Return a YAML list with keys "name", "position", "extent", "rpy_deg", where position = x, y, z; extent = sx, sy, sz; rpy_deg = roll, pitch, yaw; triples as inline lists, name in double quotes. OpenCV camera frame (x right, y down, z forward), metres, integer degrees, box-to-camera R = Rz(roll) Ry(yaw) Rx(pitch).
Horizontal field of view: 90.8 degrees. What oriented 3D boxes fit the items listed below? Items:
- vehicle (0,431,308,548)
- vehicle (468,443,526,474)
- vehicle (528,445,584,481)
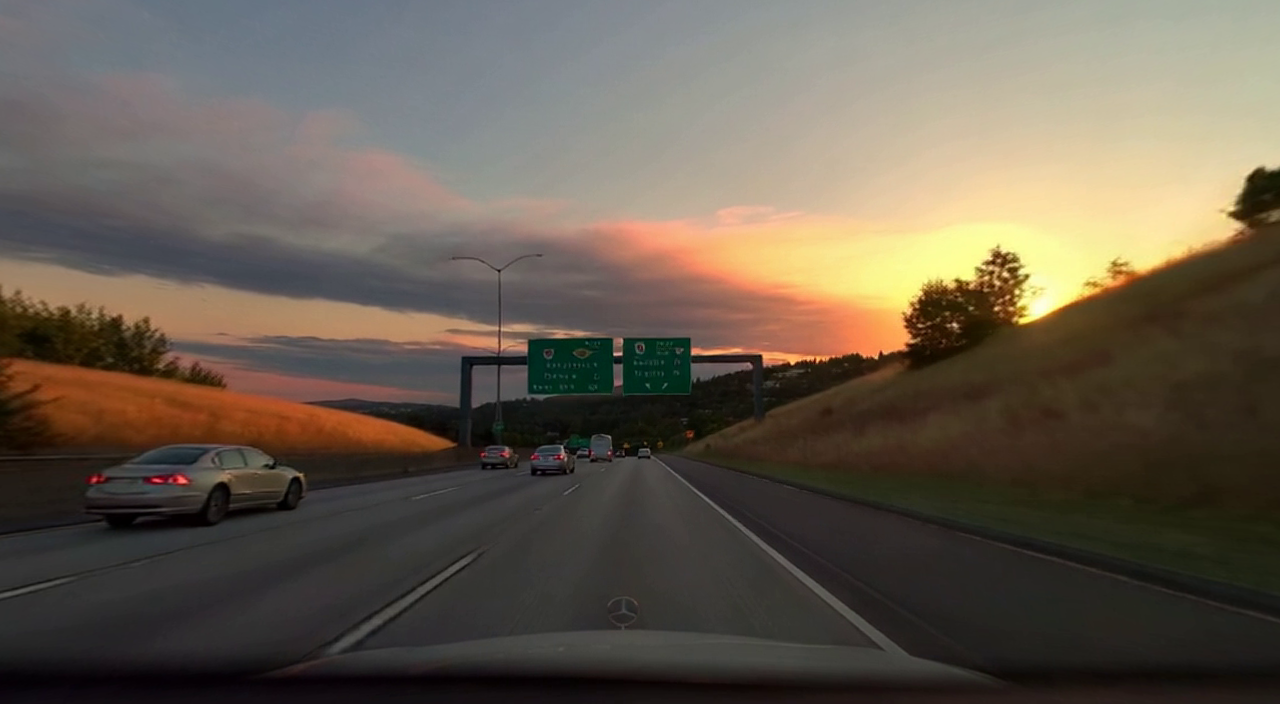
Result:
- name: "vehicle"
  position: [-7.897, 2.159, 10.613]
  extent: [2.009, 1.500, 4.741]
  rpy_deg: [0, -9, 0]
- name: "vehicle"
  position: [-7.496, 5.629, 33.554]
  extent: [2.091, 1.558, 4.220]
  rpy_deg: [0, -9, 0]
- name: "vehicle"
  position: [-3.556, 4.790, 27.488]
  extent: [1.924, 1.436, 3.915]
  rpy_deg: [0, -9, 0]
